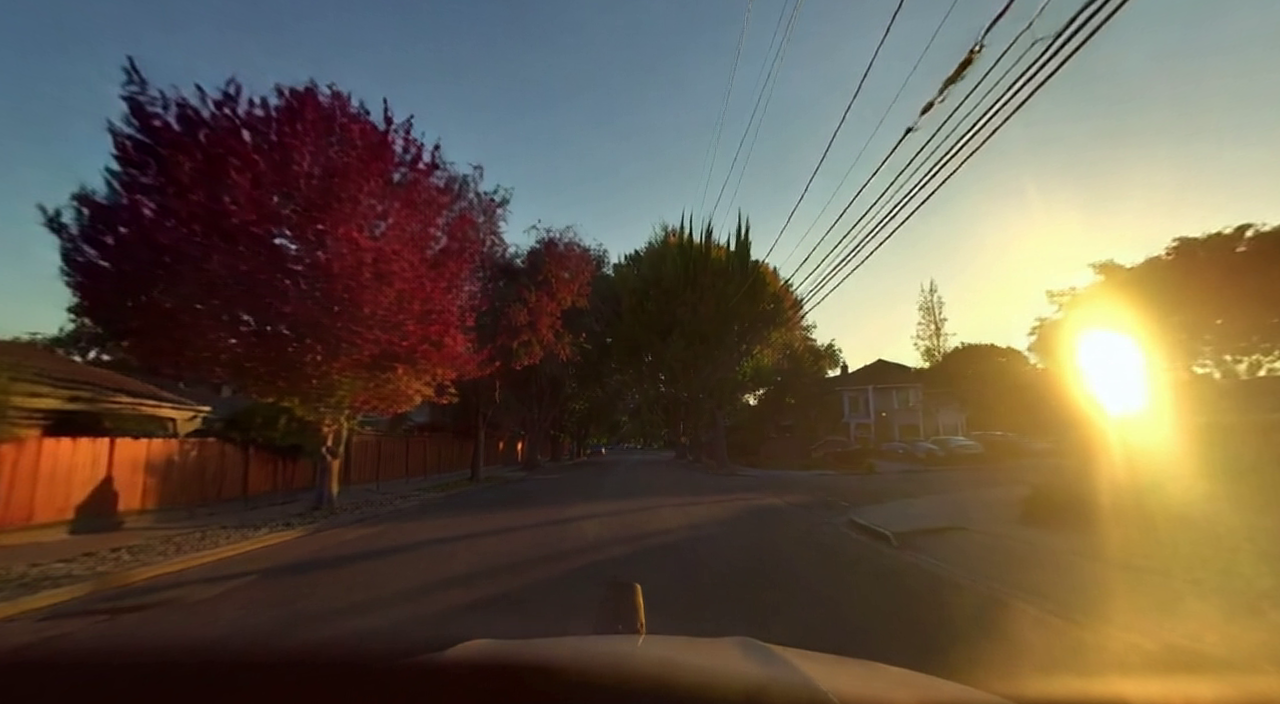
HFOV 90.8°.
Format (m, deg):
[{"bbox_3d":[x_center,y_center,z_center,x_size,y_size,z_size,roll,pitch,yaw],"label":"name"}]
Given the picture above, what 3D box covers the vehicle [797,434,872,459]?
[{"bbox_3d":[12.425,6.108,40.666,4.286,1.525,2.219,-2,-9,10],"label":"vehicle"}]
